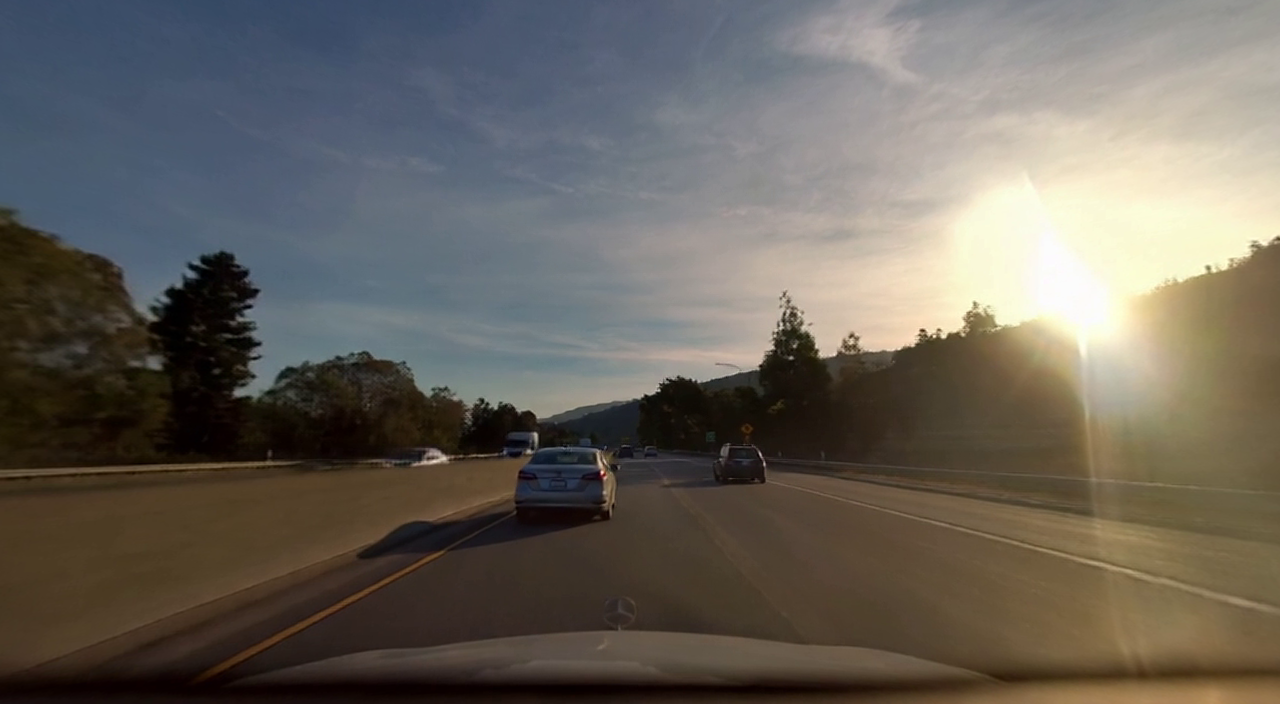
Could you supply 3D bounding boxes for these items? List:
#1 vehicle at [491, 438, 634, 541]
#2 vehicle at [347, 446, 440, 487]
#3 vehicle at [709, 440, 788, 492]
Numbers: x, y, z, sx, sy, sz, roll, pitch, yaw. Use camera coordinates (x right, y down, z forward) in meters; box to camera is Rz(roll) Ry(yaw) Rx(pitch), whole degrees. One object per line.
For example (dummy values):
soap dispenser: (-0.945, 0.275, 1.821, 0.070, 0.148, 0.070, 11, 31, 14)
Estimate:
vehicle: (-1.153, 2.347, 11.327, 2.013, 1.479, 4.169, 0, -9, 1)
vehicle: (-9.846, 4.593, 25.486, 1.903, 1.510, 4.561, 0, -9, 0)
vehicle: (3.501, 3.749, 20.932, 1.910, 1.554, 3.718, 0, -9, -1)
